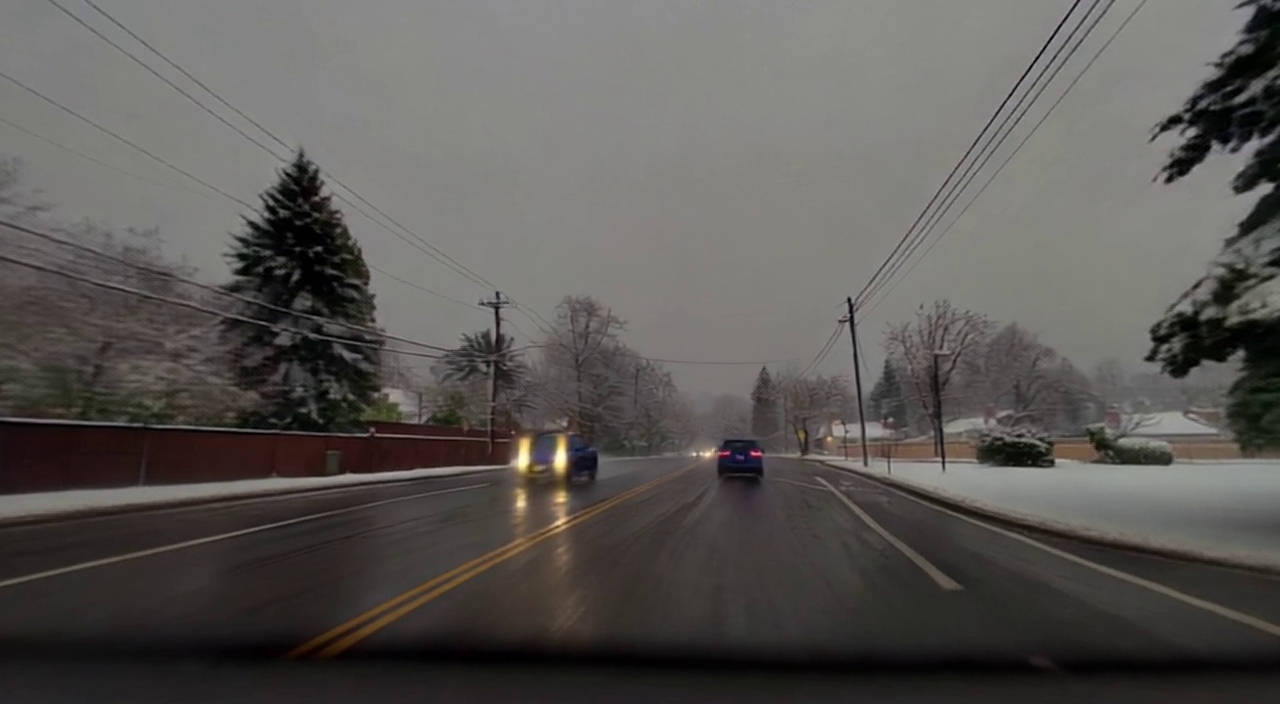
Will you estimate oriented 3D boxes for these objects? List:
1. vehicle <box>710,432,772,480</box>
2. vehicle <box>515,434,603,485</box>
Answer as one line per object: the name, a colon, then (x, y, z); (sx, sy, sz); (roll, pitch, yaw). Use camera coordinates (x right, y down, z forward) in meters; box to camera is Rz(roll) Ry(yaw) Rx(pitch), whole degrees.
vehicle: (3.905, 3.989, 24.533); (2.139, 1.699, 3.916); (-1, -8, 9)
vehicle: (-2.829, 3.899, 23.301); (2.226, 1.664, 4.342); (-1, -8, 6)
